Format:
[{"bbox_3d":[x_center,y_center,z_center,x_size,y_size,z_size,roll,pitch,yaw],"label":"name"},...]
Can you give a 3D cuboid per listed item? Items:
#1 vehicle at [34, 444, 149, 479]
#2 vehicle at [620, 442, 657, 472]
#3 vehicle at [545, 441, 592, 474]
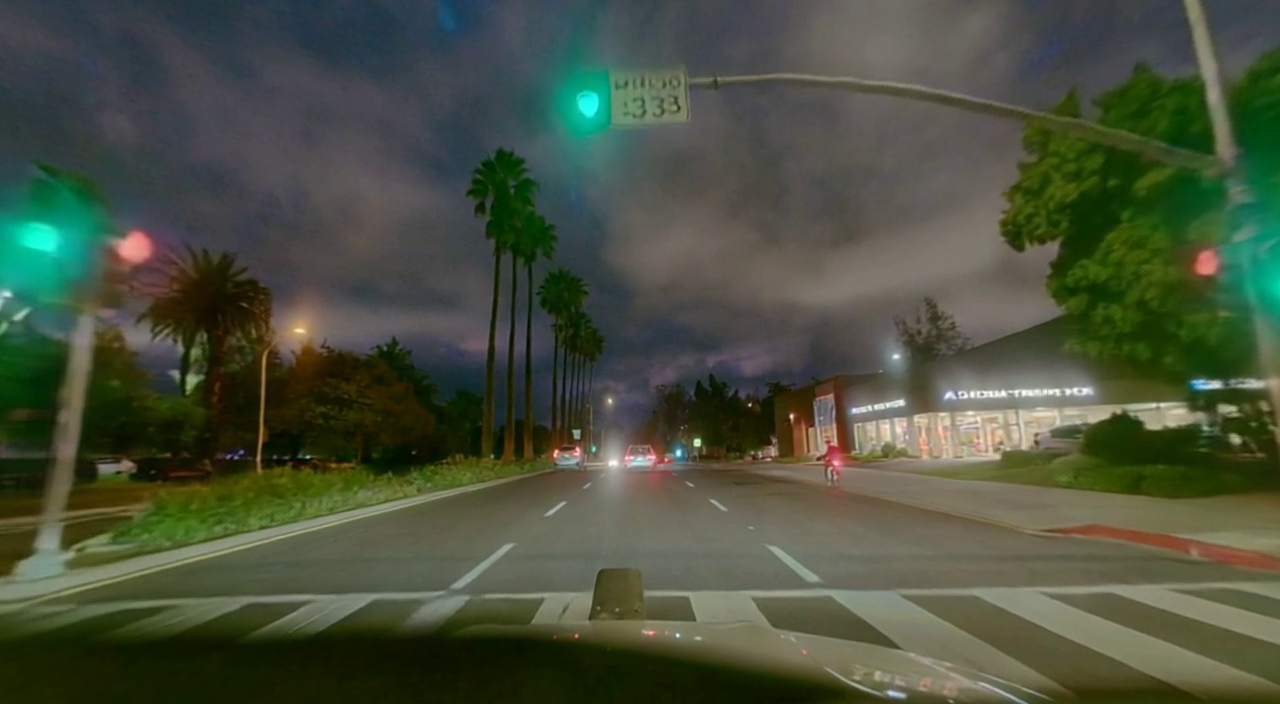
[{"bbox_3d":[-34.457,6.885,39.762,5.109,2.014,2.269,-2,-10,2],"label":"vehicle"},{"bbox_3d":[-0.117,6.237,37.712,2.102,1.653,3.698,0,-9,-1],"label":"vehicle"},{"bbox_3d":[-3.926,5.912,35.607,2.071,1.744,4.500,0,-9,1],"label":"vehicle"}]
